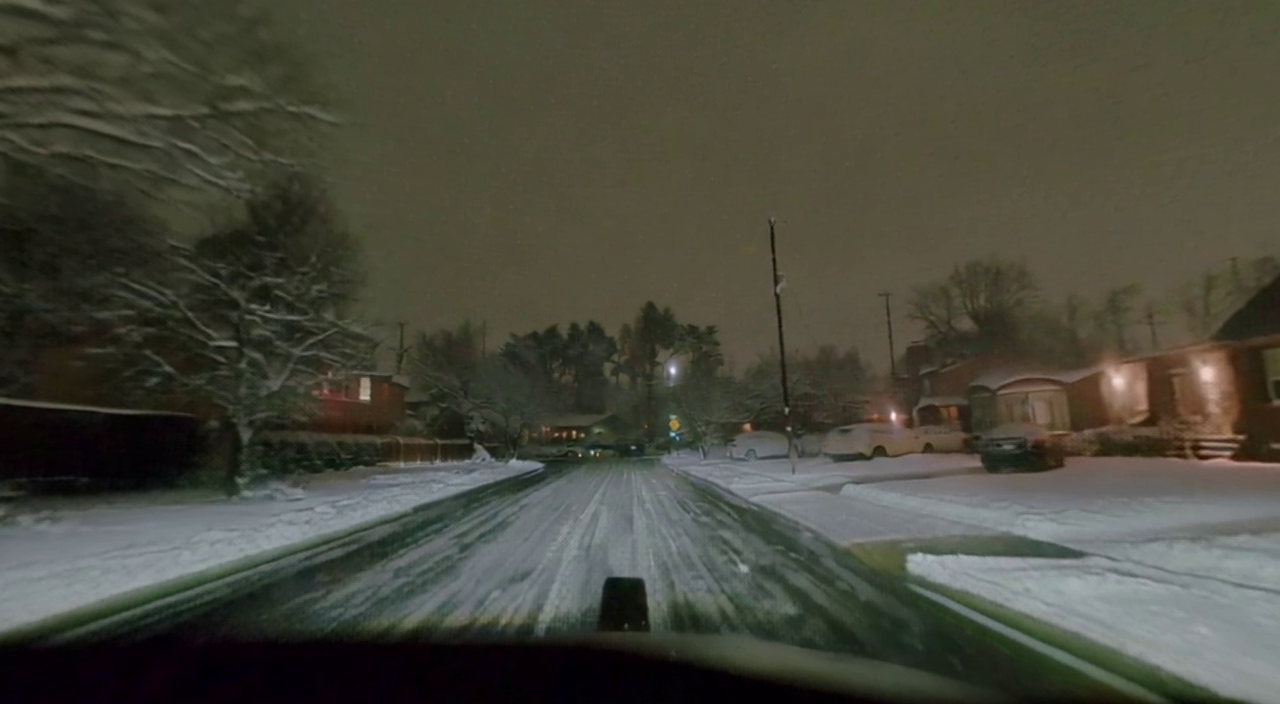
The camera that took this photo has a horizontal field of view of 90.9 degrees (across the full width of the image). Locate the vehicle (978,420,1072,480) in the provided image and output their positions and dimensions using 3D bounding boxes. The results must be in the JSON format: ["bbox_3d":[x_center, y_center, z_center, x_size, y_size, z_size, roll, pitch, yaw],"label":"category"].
[{"bbox_3d":[11.424,2.850,18.547,2.004,1.511,4.494,-6,-10,34],"label":"vehicle"}]

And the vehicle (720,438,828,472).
[{"bbox_3d":[5.734,4.459,27.312,4.229,1.402,1.811,0,-8,0],"label":"vehicle"}]

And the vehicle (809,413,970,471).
[{"bbox_3d":[9.575,3.545,24.556,5.239,1.933,2.131,-2,-10,-2],"label":"vehicle"}]
